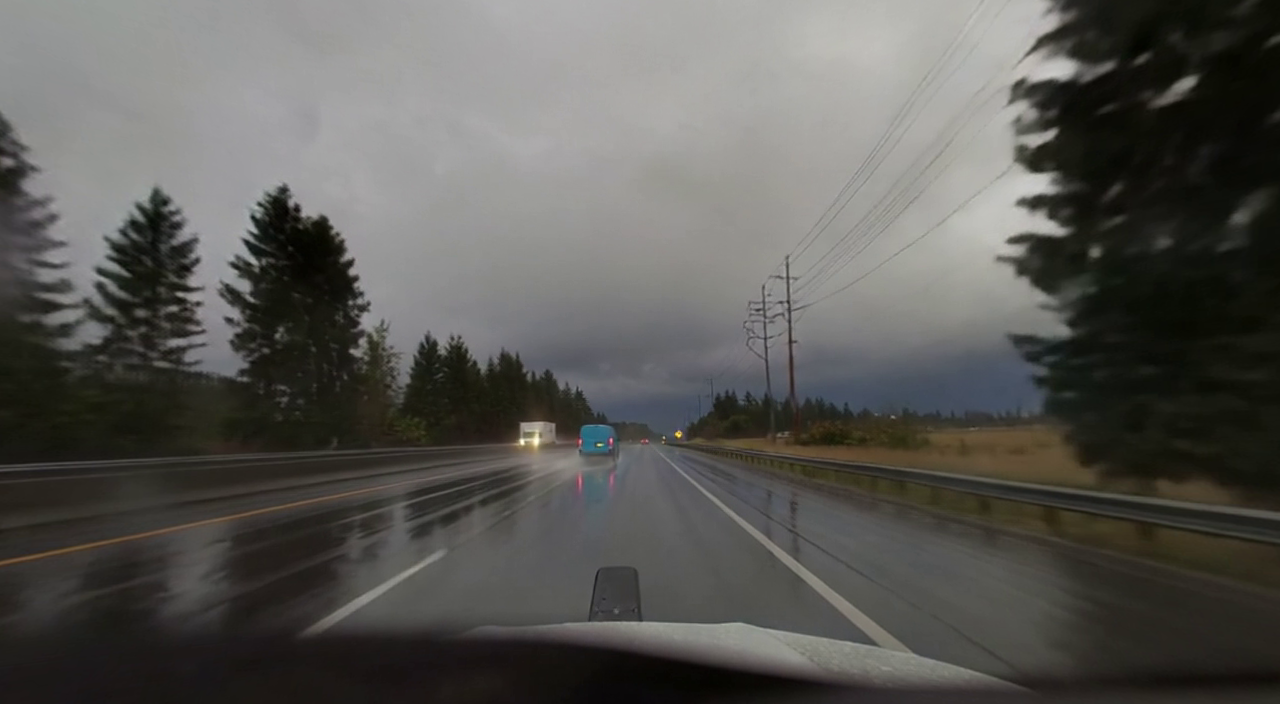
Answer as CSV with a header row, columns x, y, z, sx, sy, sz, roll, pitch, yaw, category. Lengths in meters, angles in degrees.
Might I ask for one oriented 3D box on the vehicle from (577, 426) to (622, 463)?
x,y,z,sx,sy,sz,roll,pitch,yaw,category
-2.077,4.912,33.543,2.041,1.856,4.353,0,-8,1,vehicle
